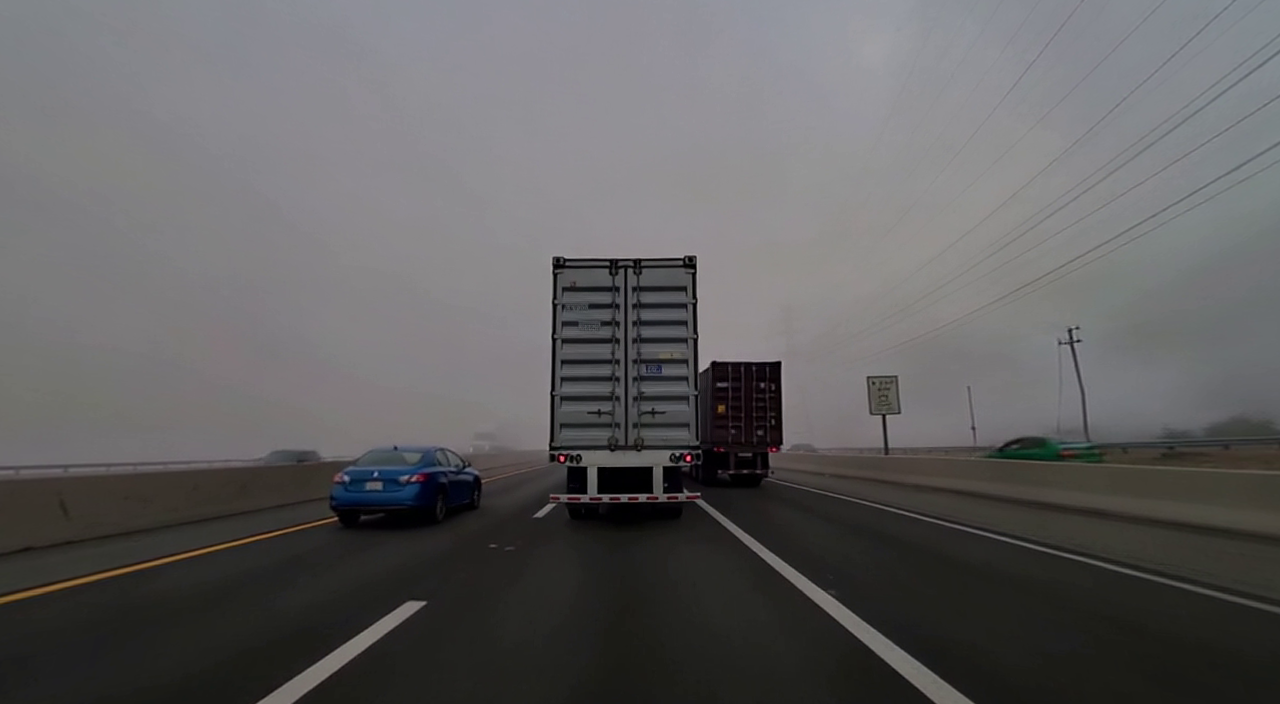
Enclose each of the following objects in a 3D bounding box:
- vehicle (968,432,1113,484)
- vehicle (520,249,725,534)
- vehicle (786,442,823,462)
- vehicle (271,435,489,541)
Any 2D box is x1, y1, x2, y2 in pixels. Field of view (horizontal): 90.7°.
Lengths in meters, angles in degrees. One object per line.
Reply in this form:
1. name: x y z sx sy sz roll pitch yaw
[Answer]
1. vehicle: 13.405 3.579 21.598 2.020 1.546 4.336 0 -8 -1
2. vehicle: -0.293 1.388 15.037 2.841 4.071 12.046 0 -8 0
3. vehicle: 12.729 7.722 49.033 1.766 1.452 3.703 0 -9 -1
4. vehicle: -4.265 2.284 11.363 1.993 1.475 4.540 0 -8 0
